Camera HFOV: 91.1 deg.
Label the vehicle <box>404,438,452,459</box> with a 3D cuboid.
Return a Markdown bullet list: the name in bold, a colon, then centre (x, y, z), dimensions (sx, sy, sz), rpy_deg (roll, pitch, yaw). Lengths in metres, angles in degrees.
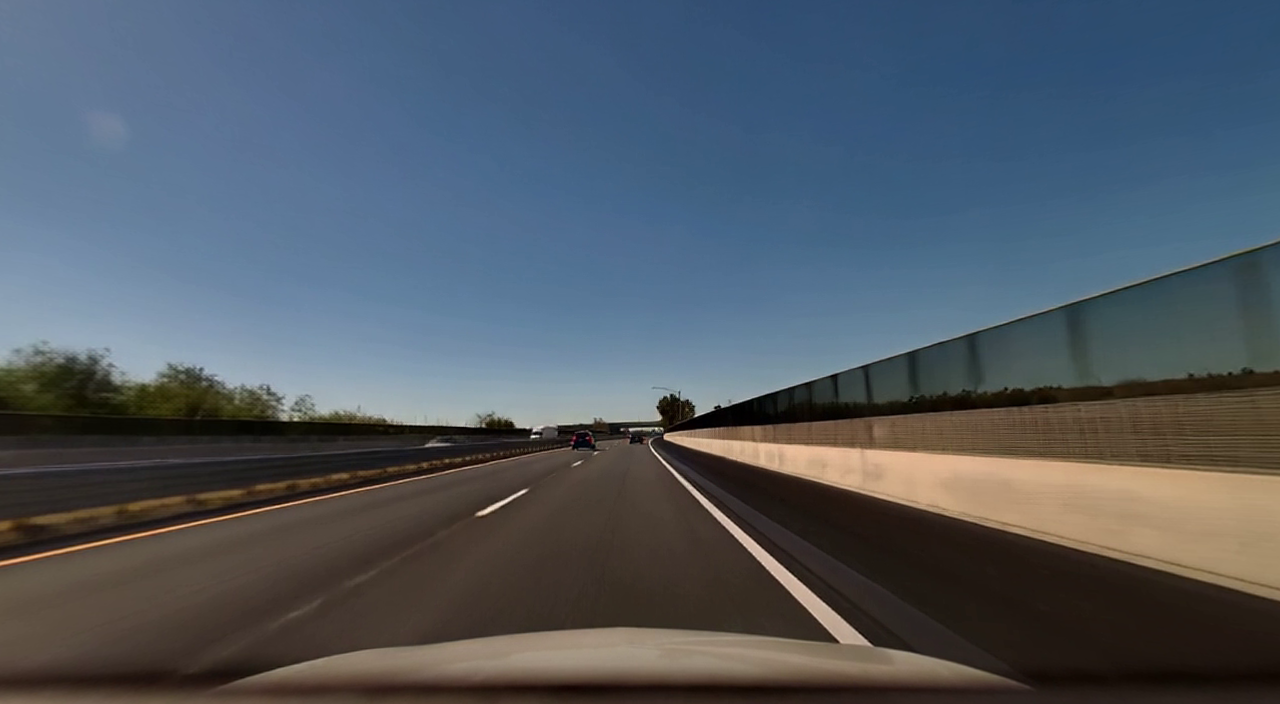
- **vehicle**: centre (-15.481, 7.028, 46.068), dimensions (1.785, 1.464, 4.607), rpy_deg (-1, -8, 2)
